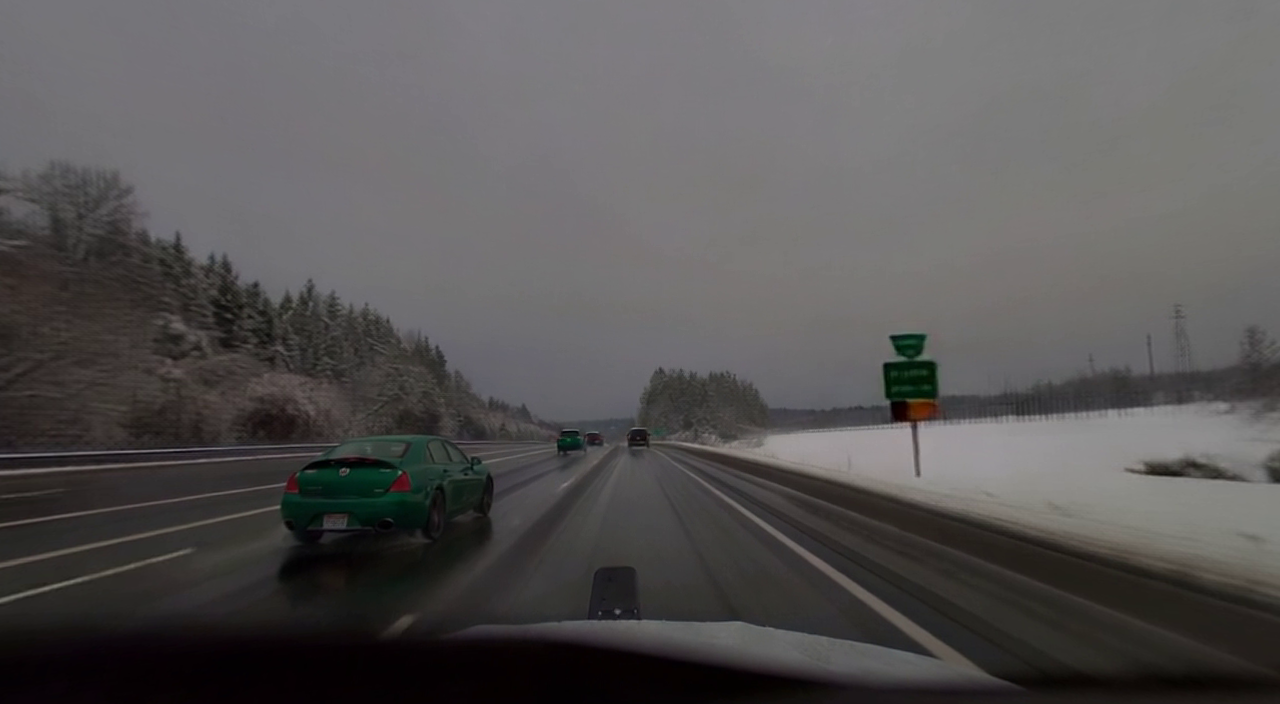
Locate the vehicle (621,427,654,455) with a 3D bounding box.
[{"bbox_3d":[-0.194,6.211,44.029,2.170,1.790,4.490,0,-8,-1],"label":"vehicle"}]

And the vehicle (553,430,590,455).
[{"bbox_3d":[-4.598,6.118,42.701,2.055,1.610,4.116,0,-8,0],"label":"vehicle"}]
